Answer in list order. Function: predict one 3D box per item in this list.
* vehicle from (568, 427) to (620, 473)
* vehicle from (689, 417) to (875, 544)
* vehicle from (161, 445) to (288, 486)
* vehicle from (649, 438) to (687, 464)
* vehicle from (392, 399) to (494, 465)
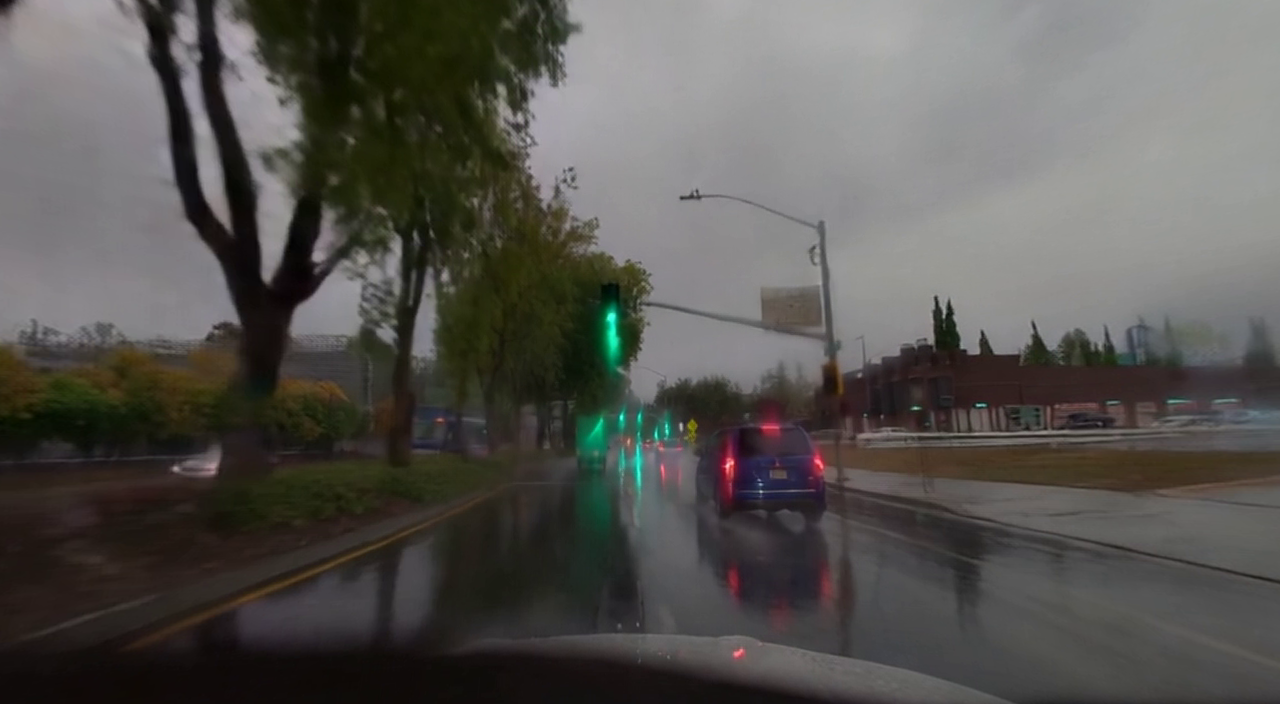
[{"bbox_3d":[-2.169,4.767,30.836,2.228,2.054,4.309,0,-8,0],"label":"vehicle"},{"bbox_3d":[2.066,2.015,10.557,1.965,1.671,4.146,0,-8,-3],"label":"vehicle"},{"bbox_3d":[-16.853,4.596,25.973,2.139,1.493,4.521,0,-8,0],"label":"vehicle"},{"bbox_3d":[1.858,6.761,43.200,2.248,1.692,4.252,0,-8,-2],"label":"vehicle"},{"bbox_3d":[-12.592,5.421,41.929,3.206,3.740,11.455,0,-8,-1],"label":"vehicle"}]
